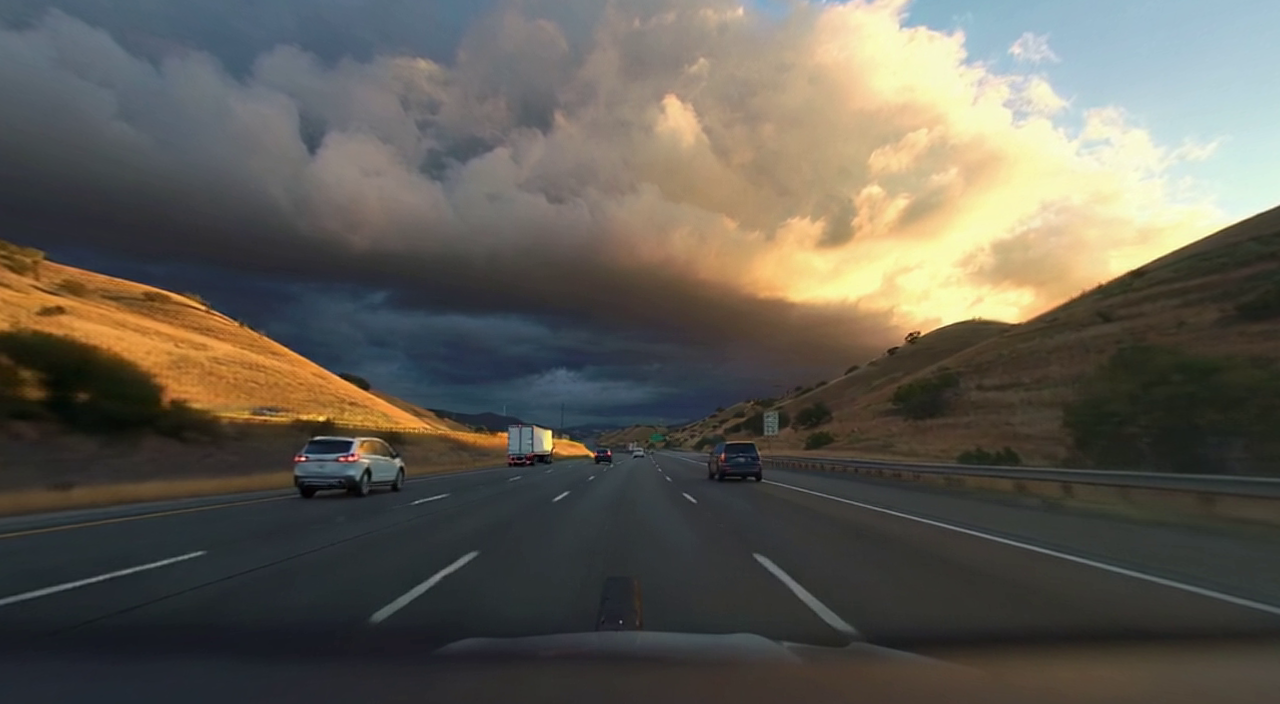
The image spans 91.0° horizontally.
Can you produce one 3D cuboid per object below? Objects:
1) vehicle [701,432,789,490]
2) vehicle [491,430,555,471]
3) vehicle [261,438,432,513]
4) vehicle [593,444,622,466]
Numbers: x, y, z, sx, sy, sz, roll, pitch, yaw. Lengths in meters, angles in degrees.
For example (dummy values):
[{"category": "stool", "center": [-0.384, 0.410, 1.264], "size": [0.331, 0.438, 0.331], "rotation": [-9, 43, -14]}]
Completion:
[{"category": "vehicle", "center": [3.528, 3.778, 22.161], "size": [2.231, 1.789, 4.700], "rotation": [0, -9, 0]}, {"category": "vehicle", "center": [-7.689, 6.636, 42.344], "size": [2.937, 2.509, 7.090], "rotation": [0, -9, 0]}, {"category": "vehicle", "center": [-6.915, 2.943, 15.558], "size": [1.935, 1.550, 4.883], "rotation": [0, -9, -1]}, {"category": "vehicle", "center": [-2.498, 8.040, 49.272], "size": [2.009, 1.593, 4.378], "rotation": [0, -9, 0]}]
